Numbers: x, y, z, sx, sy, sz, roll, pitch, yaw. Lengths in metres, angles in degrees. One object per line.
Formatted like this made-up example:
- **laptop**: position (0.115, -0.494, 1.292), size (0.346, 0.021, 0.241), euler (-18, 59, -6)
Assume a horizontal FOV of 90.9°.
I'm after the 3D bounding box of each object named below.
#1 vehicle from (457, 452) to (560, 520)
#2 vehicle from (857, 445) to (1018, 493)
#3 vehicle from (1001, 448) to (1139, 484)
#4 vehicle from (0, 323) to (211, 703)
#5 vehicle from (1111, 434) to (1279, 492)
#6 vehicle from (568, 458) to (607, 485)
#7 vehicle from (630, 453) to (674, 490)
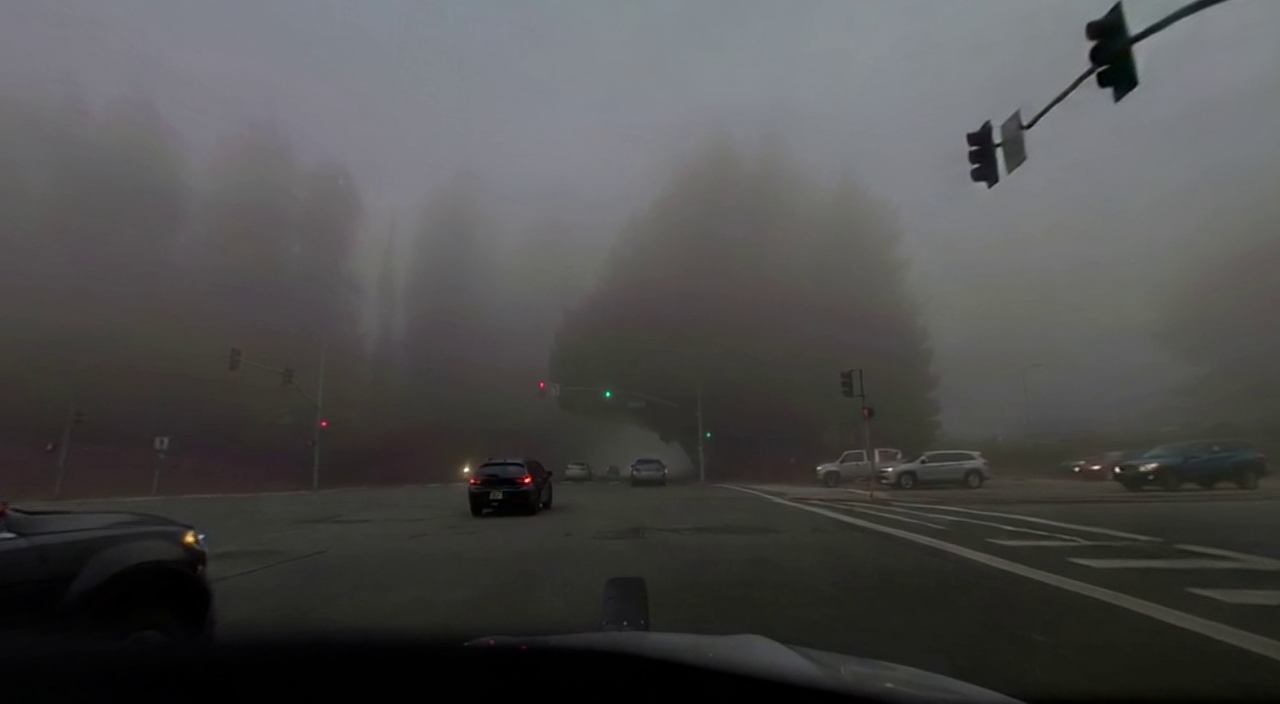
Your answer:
- **vehicle**: position (-3.329, 3.446, 16.675), size (1.960, 1.528, 3.490), euler (0, -8, 0)
- **vehicle**: position (10.989, 4.391, 23.570), size (4.875, 1.473, 2.077), euler (-2, -12, -1)
- **vehicle**: position (18.669, 4.954, 27.540), size (4.478, 1.495, 2.063), euler (0, -8, 0)
- **vehicle**: position (-3.193, 0.590, 0.646), size (2.190, 1.766, 4.649), euler (0, -8, 0)
- **vehicle**: position (20.986, 4.129, 23.740), size (4.585, 1.681, 2.140), euler (-5, -7, 1)
- **vehicle**: position (-3.271, 7.542, 40.025), size (2.013, 1.474, 4.393), euler (0, -8, 1)
- **vehicle**: position (0.577, 6.078, 32.362), size (2.163, 1.678, 3.846), euler (0, -8, 0)
